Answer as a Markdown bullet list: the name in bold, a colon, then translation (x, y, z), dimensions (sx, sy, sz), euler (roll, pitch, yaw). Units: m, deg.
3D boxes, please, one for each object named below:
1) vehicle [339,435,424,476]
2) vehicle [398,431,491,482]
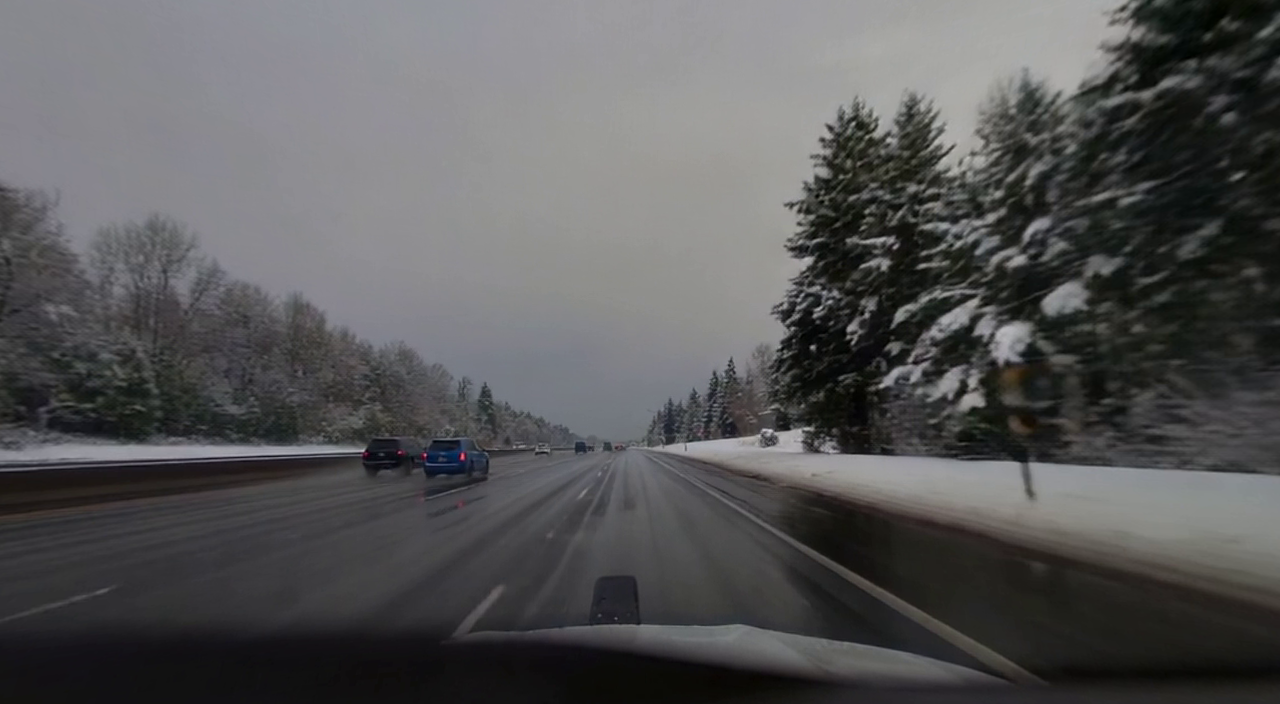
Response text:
- **vehicle**: translation (-11.631, 4.683, 28.754), dimensions (2.016, 1.711, 4.365), euler (0, -9, -1)
- **vehicle**: translation (-7.340, 3.989, 24.290), dimensions (2.146, 1.766, 4.502), euler (0, -9, -1)
